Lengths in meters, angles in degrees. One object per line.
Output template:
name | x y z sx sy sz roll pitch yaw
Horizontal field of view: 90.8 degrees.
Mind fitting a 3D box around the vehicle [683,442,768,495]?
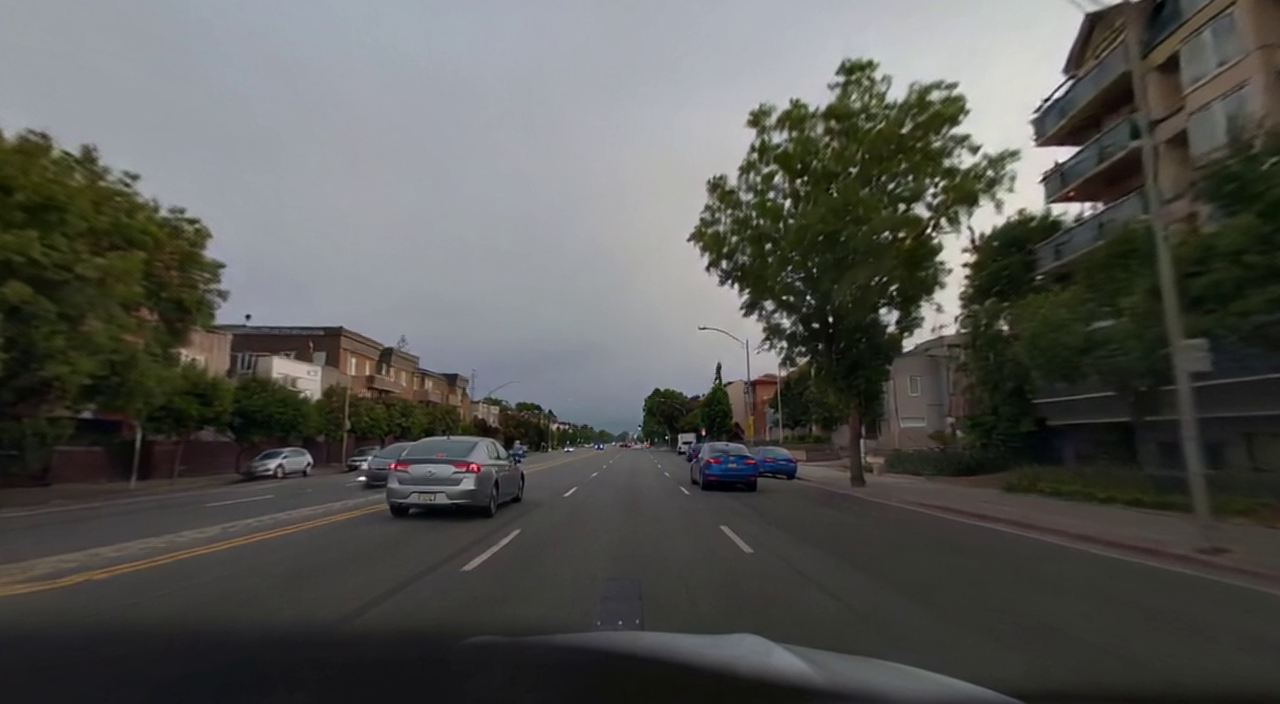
vehicle | 2.576 3.626 20.123 1.978 1.471 4.426 1 -9 -2

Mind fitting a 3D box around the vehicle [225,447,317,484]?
vehicle | -18.080 5.549 31.222 1.929 1.665 4.304 0 -9 0

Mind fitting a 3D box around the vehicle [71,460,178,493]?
vehicle | -25.868 6.238 31.780 3.625 1.443 1.939 -1 -9 -3

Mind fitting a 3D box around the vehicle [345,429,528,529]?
vehicle | -3.526 2.285 11.905 2.062 1.527 4.044 0 -9 0

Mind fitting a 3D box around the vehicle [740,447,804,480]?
vehicle | 6.237 5.341 30.481 1.881 1.439 4.725 1 -9 -3
